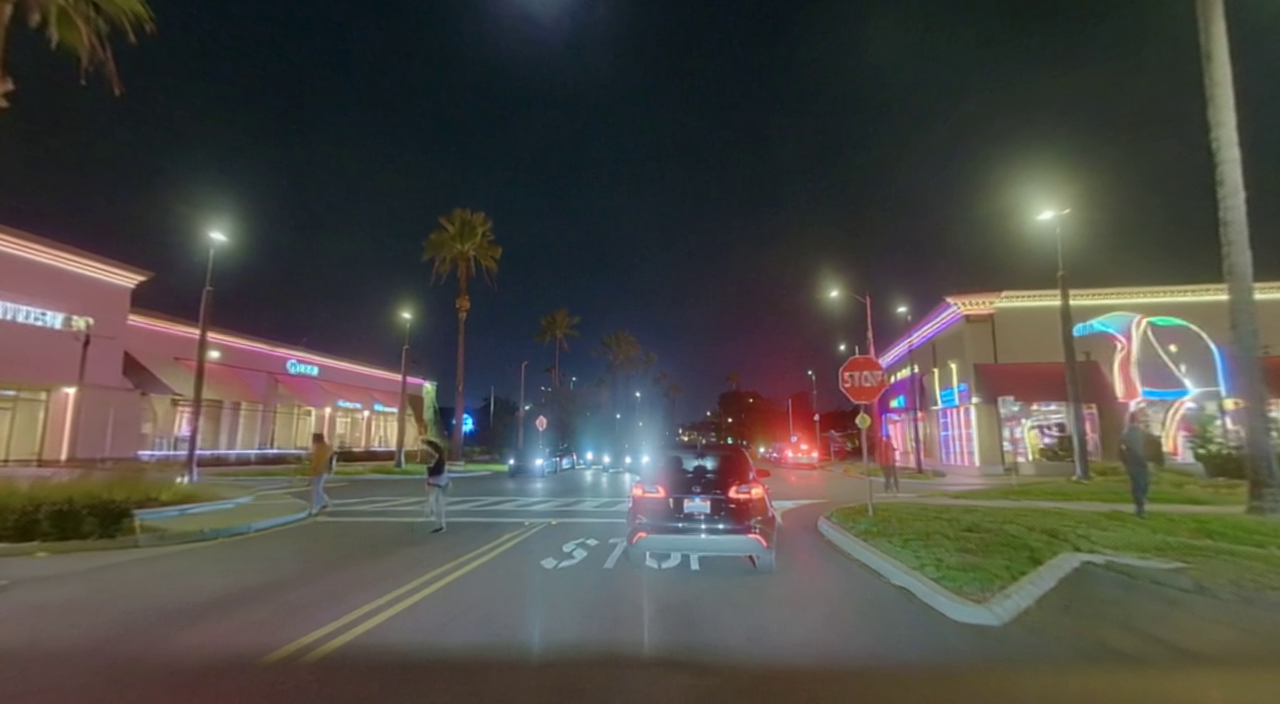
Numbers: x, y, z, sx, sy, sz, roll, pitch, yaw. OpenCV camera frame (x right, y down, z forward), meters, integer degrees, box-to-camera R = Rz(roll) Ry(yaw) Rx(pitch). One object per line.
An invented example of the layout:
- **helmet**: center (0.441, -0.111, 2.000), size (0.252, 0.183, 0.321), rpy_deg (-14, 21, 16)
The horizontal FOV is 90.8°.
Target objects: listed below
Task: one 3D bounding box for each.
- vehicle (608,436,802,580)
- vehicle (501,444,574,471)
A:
- **vehicle**: center (0.860, 1.946, 8.701), size (2.031, 1.479, 3.969), rpy_deg (-1, -9, 6)
- **vehicle**: center (-6.918, 7.127, 42.866), size (4.529, 1.682, 1.895), rpy_deg (6, -11, -37)
